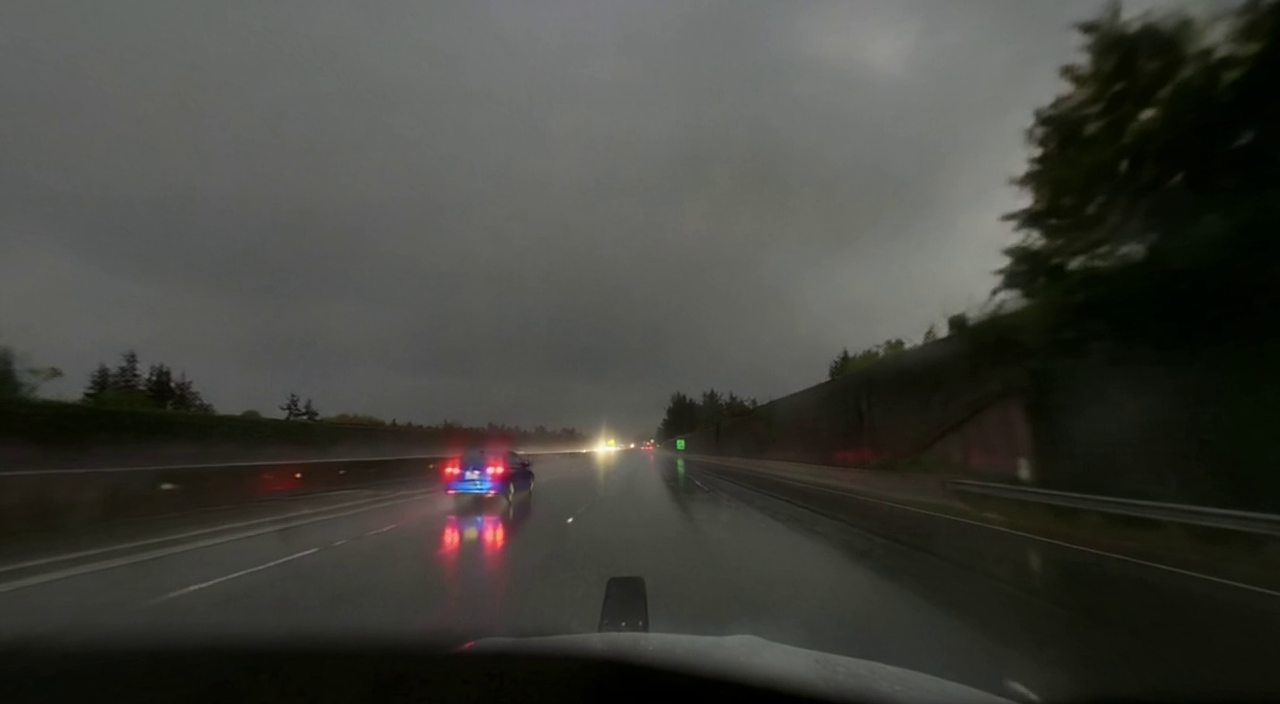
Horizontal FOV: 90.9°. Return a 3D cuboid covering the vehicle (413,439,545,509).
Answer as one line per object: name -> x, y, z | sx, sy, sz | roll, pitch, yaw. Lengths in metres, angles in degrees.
vehicle -> -3.968, 3.103, 16.461 | 2.160, 1.552, 4.592 | 0, -9, 1
